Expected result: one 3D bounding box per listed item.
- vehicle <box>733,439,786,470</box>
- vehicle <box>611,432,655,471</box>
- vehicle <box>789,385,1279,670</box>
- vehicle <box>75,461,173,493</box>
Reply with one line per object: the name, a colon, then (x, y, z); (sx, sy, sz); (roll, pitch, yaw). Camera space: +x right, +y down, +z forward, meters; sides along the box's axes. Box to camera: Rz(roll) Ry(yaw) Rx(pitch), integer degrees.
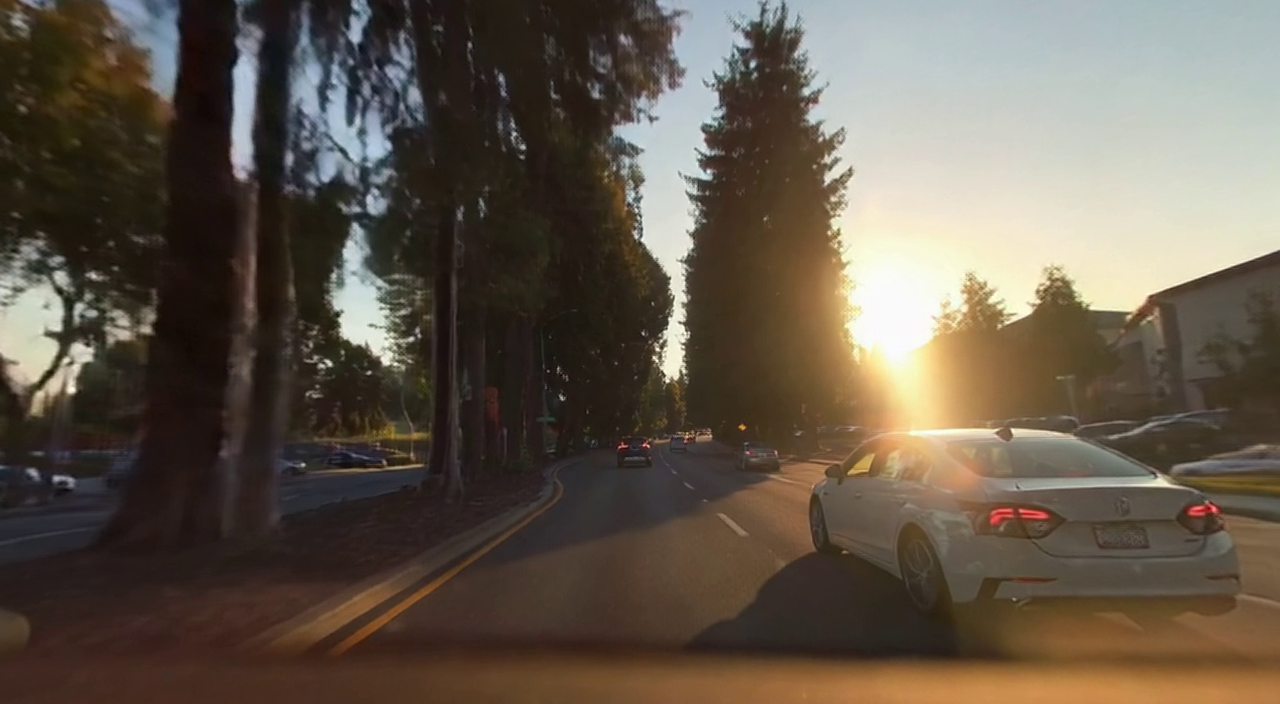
vehicle: (5.915, 5.123, 31.700); (1.883, 1.452, 4.258); (0, -8, 1)
vehicle: (-0.335, 5.003, 31.921); (2.106, 1.798, 4.168); (0, -8, 0)
vehicle: (3.050, 1.351, 6.010); (2.153, 1.658, 4.485); (0, -8, 0)
vehicle: (-30.056, 7.253, 36.884); (4.040, 1.444, 1.905); (-4, -8, -1)
